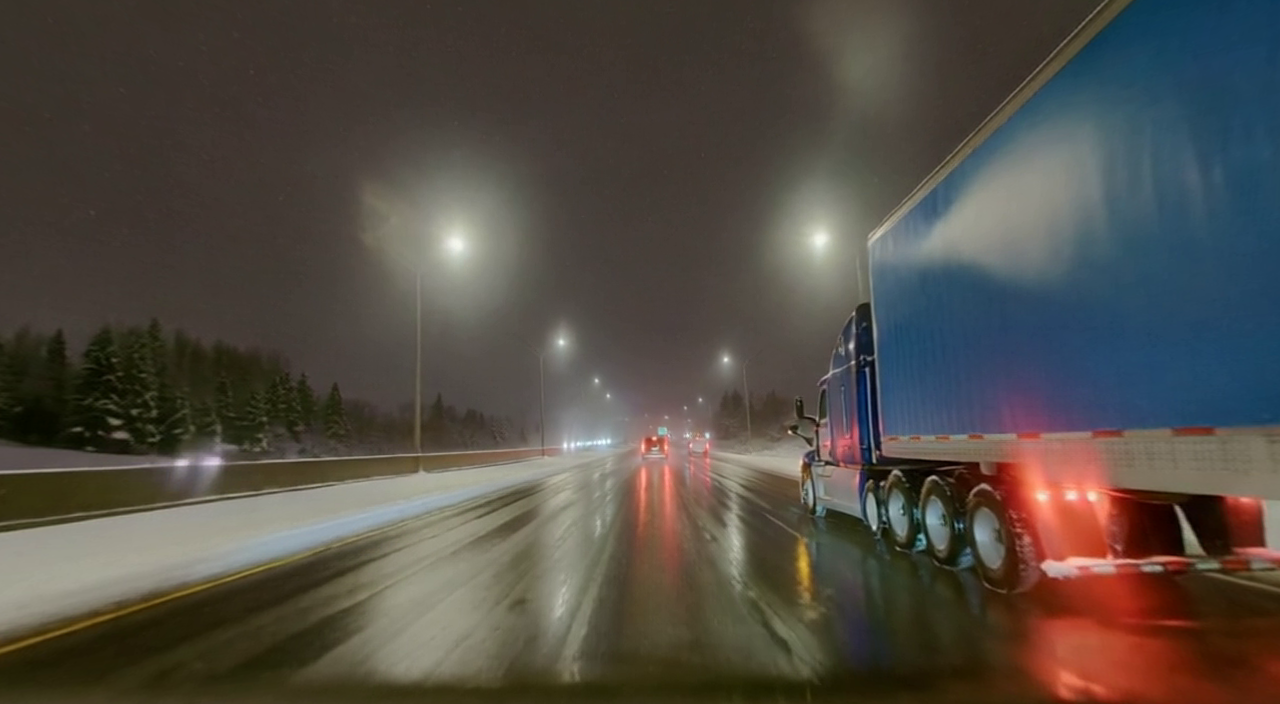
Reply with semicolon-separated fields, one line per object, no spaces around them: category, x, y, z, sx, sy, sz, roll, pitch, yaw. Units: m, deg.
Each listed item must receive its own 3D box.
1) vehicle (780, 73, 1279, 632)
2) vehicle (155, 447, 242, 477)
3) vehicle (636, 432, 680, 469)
vehicle;4.400;0.515;8.730;3.030;3.985;8.655;-1;-8;1
vehicle;-24.708;6.148;35.461;1.780;1.583;3.815;-1;-9;7
vehicle;0.946;5.335;34.400;2.205;1.860;4.301;0;-8;1
